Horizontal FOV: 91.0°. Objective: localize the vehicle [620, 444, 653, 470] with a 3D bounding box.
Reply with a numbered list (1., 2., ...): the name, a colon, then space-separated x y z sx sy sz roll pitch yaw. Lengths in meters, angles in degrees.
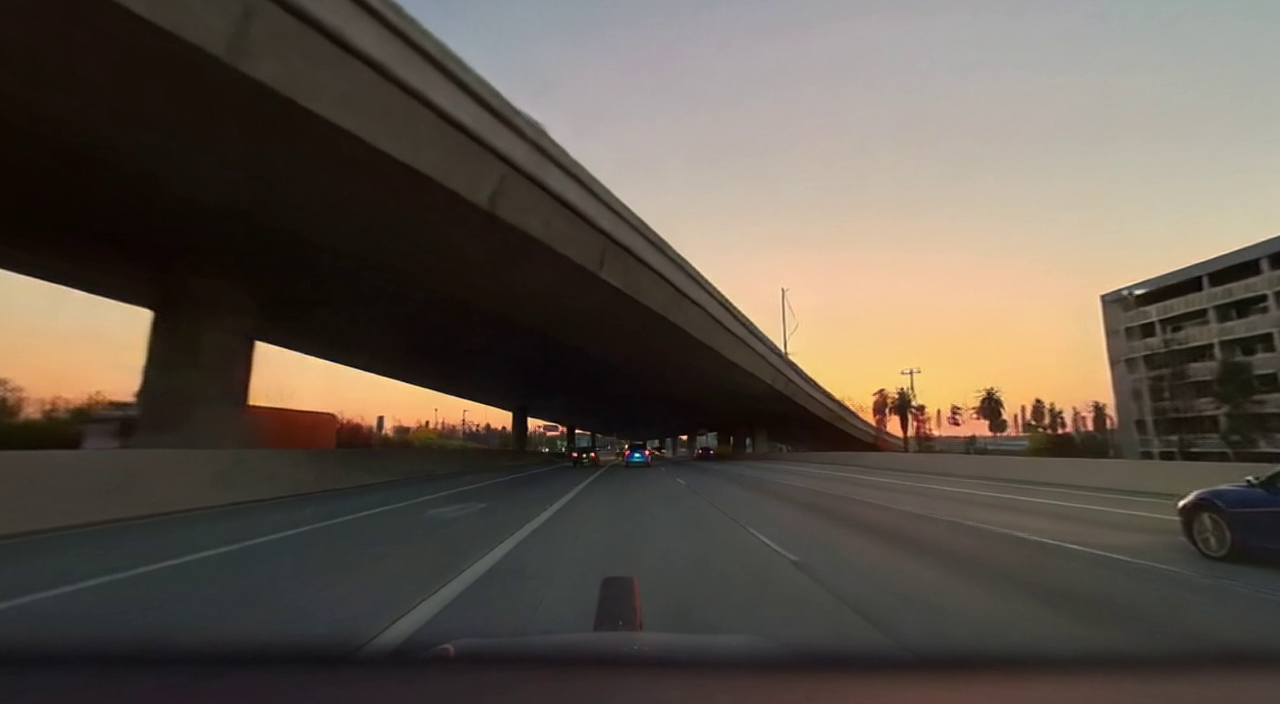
1. vehicle: -0.203 6.683 40.287 2.036 1.542 3.891 0 -8 0
